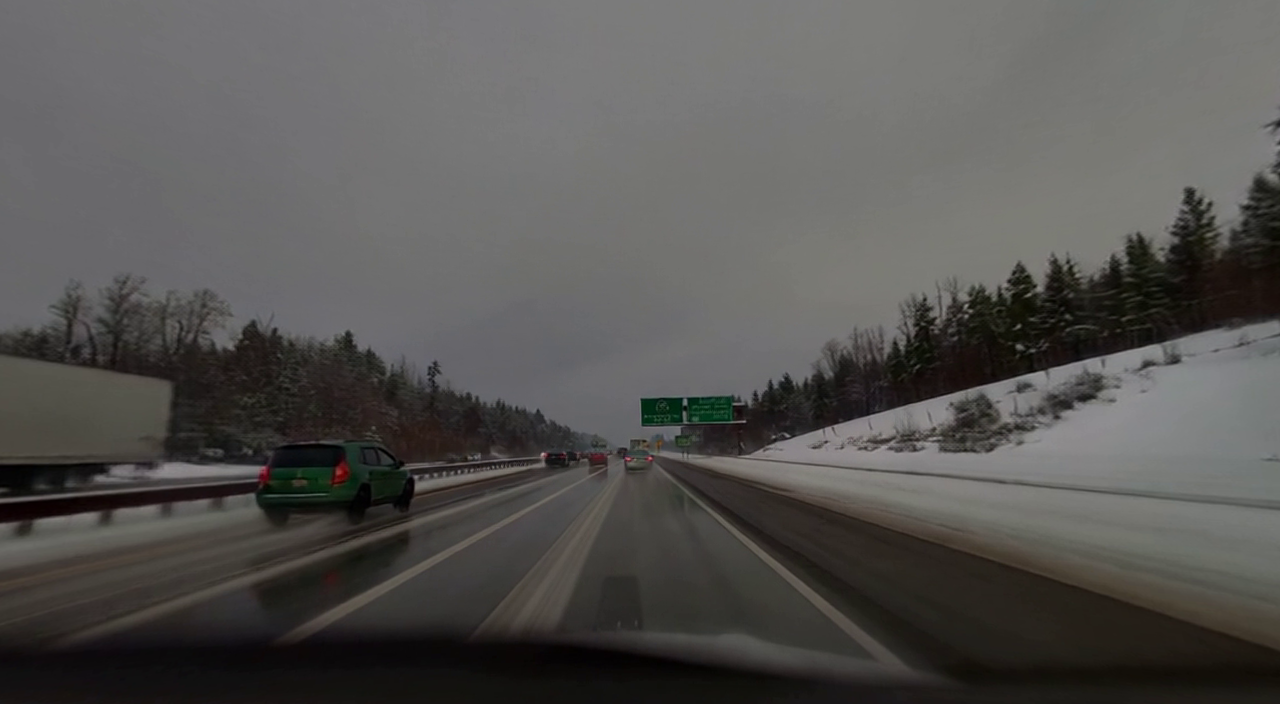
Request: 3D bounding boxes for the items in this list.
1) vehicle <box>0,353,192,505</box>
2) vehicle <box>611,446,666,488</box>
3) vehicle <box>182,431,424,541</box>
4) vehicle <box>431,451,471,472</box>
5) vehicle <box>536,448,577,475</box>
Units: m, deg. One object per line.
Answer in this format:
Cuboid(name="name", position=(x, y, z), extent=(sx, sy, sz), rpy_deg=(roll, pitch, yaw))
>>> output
Cuboid(name="vehicle", position=(-17.881, 1.899, 15.630), extent=(2.886, 3.856, 14.490), rpy_deg=(0, -9, 0))
Cuboid(name="vehicle", position=(-0.067, 4.352, 24.047), extent=(1.940, 1.451, 3.512), rpy_deg=(0, -9, -1))
Cuboid(name="vehicle", position=(-5.778, 2.338, 11.545), extent=(2.058, 1.626, 4.118), rpy_deg=(-1, -9, 2))
Cuboid(name="vehicle", position=(-13.280, 7.725, 44.346), extent=(1.688, 1.389, 3.649), rpy_deg=(0, -9, 0))
Cuboid(name="vehicle", position=(-4.917, 6.494, 37.464), extent=(1.892, 1.481, 4.180), rpy_deg=(0, -9, 0))
